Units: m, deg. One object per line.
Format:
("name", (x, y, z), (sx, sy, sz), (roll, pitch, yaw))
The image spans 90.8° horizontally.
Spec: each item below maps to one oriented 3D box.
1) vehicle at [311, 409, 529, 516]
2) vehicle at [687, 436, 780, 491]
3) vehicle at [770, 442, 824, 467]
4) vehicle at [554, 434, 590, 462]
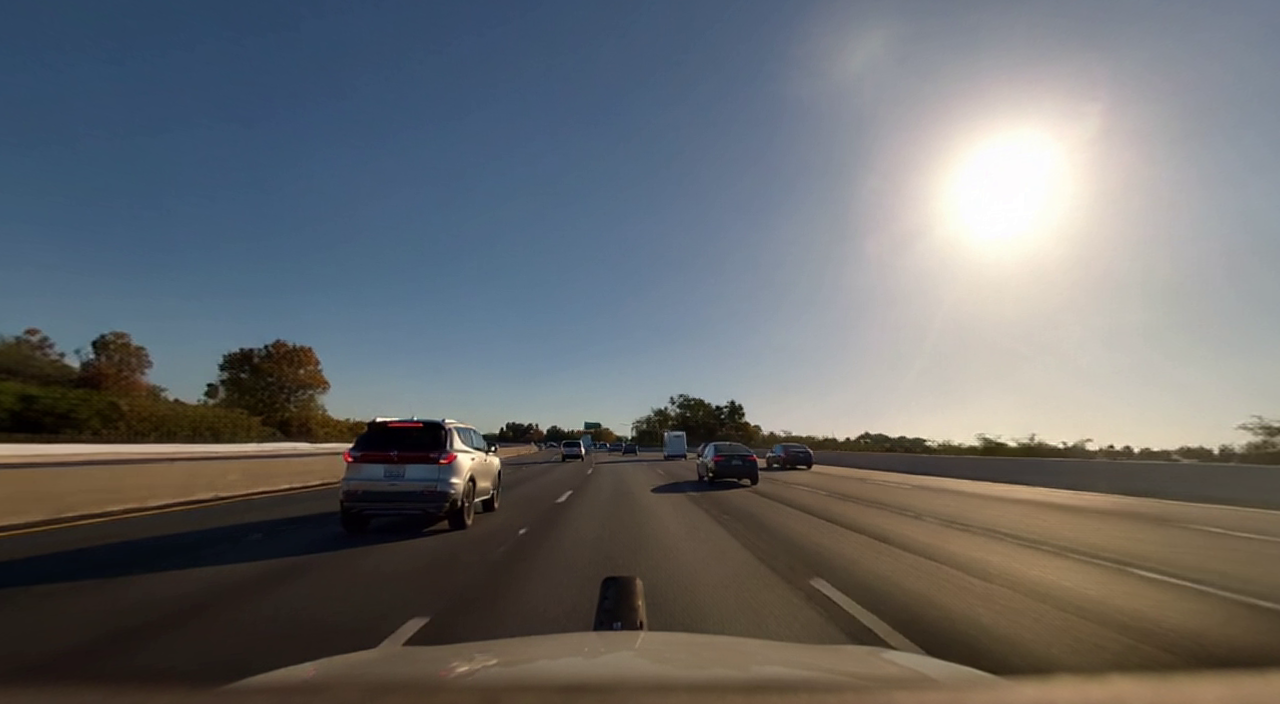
("vehicle", (-4.353, 2.356, 13.965), (2.684, 1.839, 5.803), (0, -8, 1))
("vehicle", (2.784, 3.438, 19.897), (2.053, 1.510, 4.400), (0, -8, -2))
("vehicle", (10.030, 6.532, 40.597), (2.105, 1.496, 4.393), (0, -8, -3))
("vehicle", (-4.734, 6.791, 44.661), (2.149, 1.843, 4.348), (2, -8, -2))
